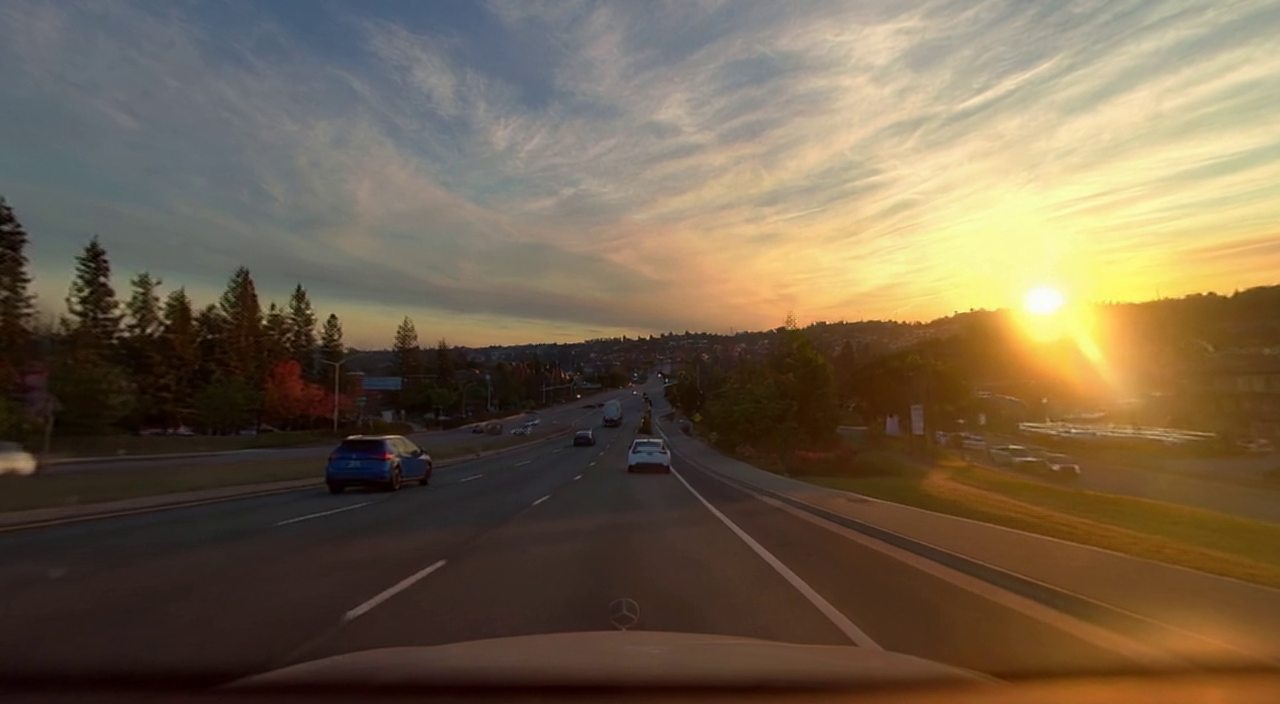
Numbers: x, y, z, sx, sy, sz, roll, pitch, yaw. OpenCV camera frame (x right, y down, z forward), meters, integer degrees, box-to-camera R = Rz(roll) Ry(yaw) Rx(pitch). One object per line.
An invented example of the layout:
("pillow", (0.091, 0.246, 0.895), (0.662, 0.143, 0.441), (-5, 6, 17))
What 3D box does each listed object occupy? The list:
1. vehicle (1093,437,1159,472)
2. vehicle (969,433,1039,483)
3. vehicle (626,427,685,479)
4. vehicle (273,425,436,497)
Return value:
("vehicle", (29.393, 6.199, 38.352), (2.059, 1.942, 4.496), (-6, -9, 25))
("vehicle", (18.231, 5.258, 31.833), (1.849, 1.958, 4.453), (-1, -3, 14))
("vehicle", (0.561, 3.987, 25.093), (2.125, 1.830, 4.370), (0, -9, 0))
("vehicle", (-7.463, 2.905, 17.265), (1.997, 1.650, 5.090), (0, -8, 1))
